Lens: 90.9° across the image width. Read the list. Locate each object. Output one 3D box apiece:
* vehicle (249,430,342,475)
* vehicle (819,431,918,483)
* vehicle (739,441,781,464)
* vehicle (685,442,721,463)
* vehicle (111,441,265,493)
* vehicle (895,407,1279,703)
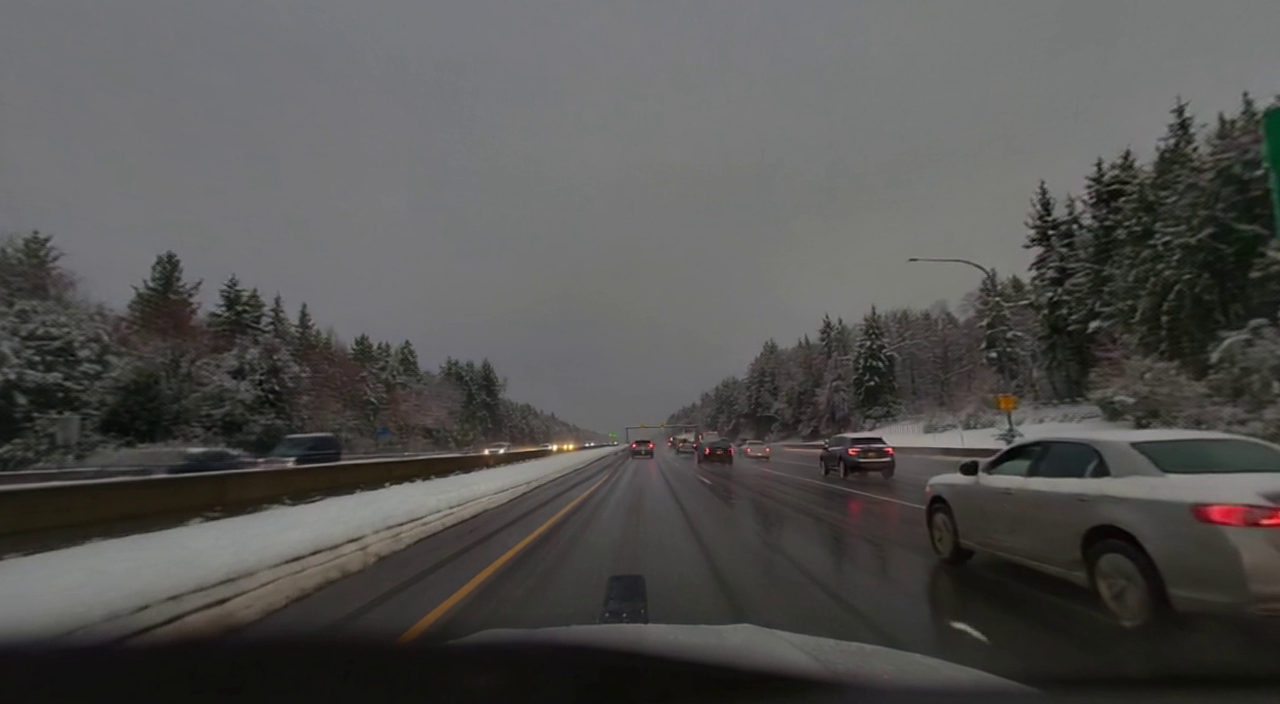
[{"bbox_3d":[-21.330,6.246,39.466,2.442,2.577,5.925,0,-8,0],"label":"vehicle"},{"bbox_3d":[8.213,3.814,23.106,1.986,1.703,4.226,0,-8,-1],"label":"vehicle"},{"bbox_3d":[8.088,6.821,42.936,1.919,1.476,4.303,0,-8,-1],"label":"vehicle"},{"bbox_3d":[4.502,7.263,45.711,2.118,1.438,4.312,0,-8,-1],"label":"vehicle"},{"bbox_3d":[-17.166,4.365,24.359,2.209,1.774,4.989,0,-8,0],"label":"vehicle"},{"bbox_3d":[4.203,1.309,5.040,2.223,1.483,5.075,0,-8,0],"label":"vehicle"}]
